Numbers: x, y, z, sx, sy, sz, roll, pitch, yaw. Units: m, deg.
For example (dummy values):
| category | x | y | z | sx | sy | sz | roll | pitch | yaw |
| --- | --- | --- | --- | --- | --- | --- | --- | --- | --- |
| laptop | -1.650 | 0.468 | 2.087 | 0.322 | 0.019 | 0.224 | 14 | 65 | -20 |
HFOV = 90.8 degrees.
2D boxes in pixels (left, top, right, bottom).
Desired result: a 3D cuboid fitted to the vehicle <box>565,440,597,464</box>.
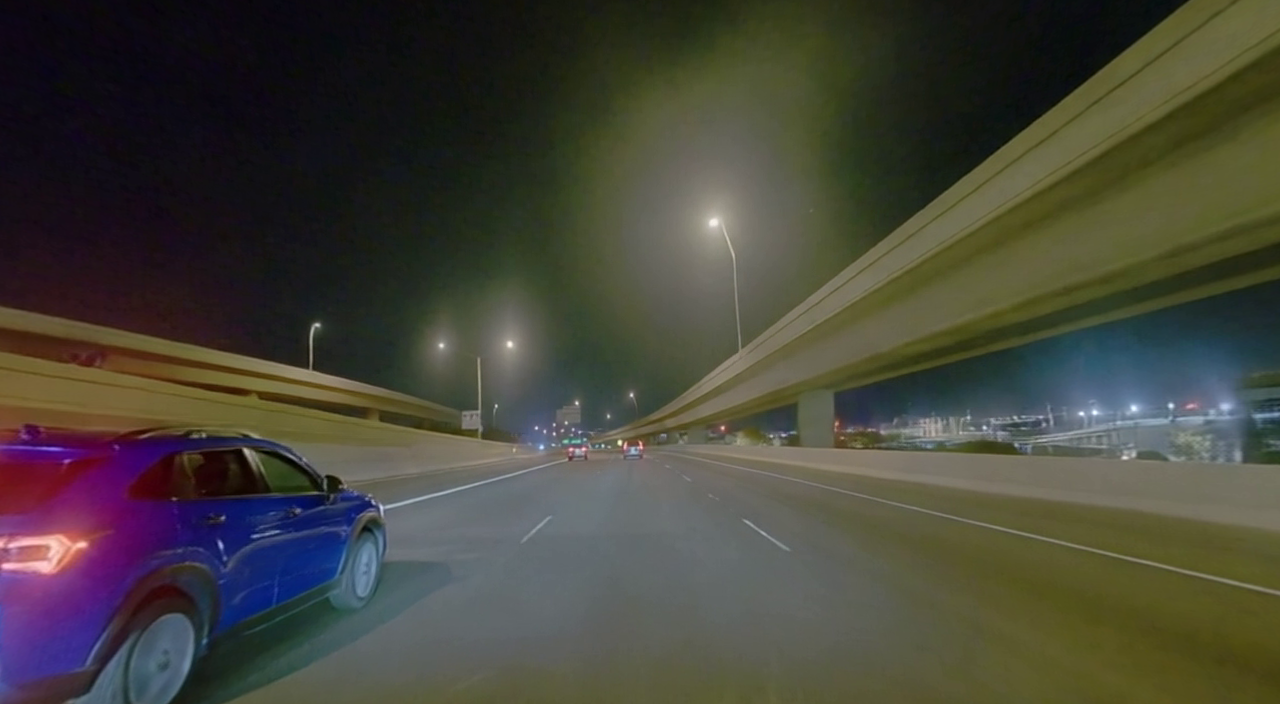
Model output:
| category | x | y | z | sx | sy | sz | roll | pitch | yaw |
| --- | --- | --- | --- | --- | --- | --- | --- | --- | --- |
| vehicle | -4.361 | 7.449 | 47.131 | 2.000 | 1.646 | 4.201 | 0 | -8 | -1 |

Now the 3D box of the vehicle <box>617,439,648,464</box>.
| category | x | y | z | sx | sy | sz | roll | pitch | yaw |
| --- | --- | --- | --- | --- | --- | --- | --- | --- | --- |
| vehicle | -0.589 | 7.141 | 45.481 | 2.132 | 1.657 | 3.967 | 0 | -8 | -2 |
